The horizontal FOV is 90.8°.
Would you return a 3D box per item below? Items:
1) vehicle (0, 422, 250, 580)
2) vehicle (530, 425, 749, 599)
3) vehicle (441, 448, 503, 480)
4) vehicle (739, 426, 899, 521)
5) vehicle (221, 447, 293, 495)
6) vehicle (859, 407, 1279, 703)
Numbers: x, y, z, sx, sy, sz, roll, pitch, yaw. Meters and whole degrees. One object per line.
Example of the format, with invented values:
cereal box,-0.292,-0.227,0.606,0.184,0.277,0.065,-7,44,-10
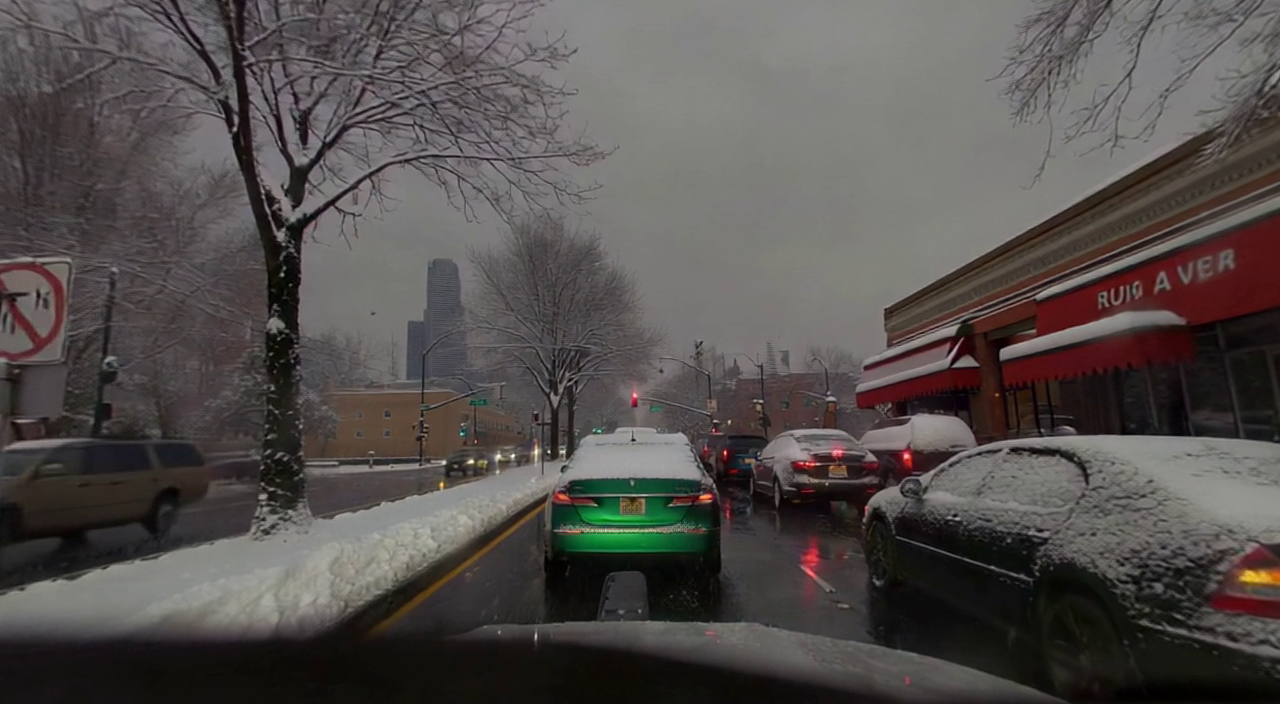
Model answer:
vehicle,-8.008,1.948,9.049,2.079,1.695,4.374,0,-9,-1
vehicle,-0.019,1.656,7.315,1.887,1.487,3.535,0,-9,0
vehicle,-8.235,5.511,31.417,1.850,1.417,4.321,0,-9,1
vehicle,3.529,2.486,13.414,2.025,1.660,4.263,0,-9,-1
vehicle,-15.894,4.836,26.117,2.072,1.773,4.329,6,-10,-35
vehicle,3.308,1.257,4.482,1.988,1.480,4.195,0,-9,0
